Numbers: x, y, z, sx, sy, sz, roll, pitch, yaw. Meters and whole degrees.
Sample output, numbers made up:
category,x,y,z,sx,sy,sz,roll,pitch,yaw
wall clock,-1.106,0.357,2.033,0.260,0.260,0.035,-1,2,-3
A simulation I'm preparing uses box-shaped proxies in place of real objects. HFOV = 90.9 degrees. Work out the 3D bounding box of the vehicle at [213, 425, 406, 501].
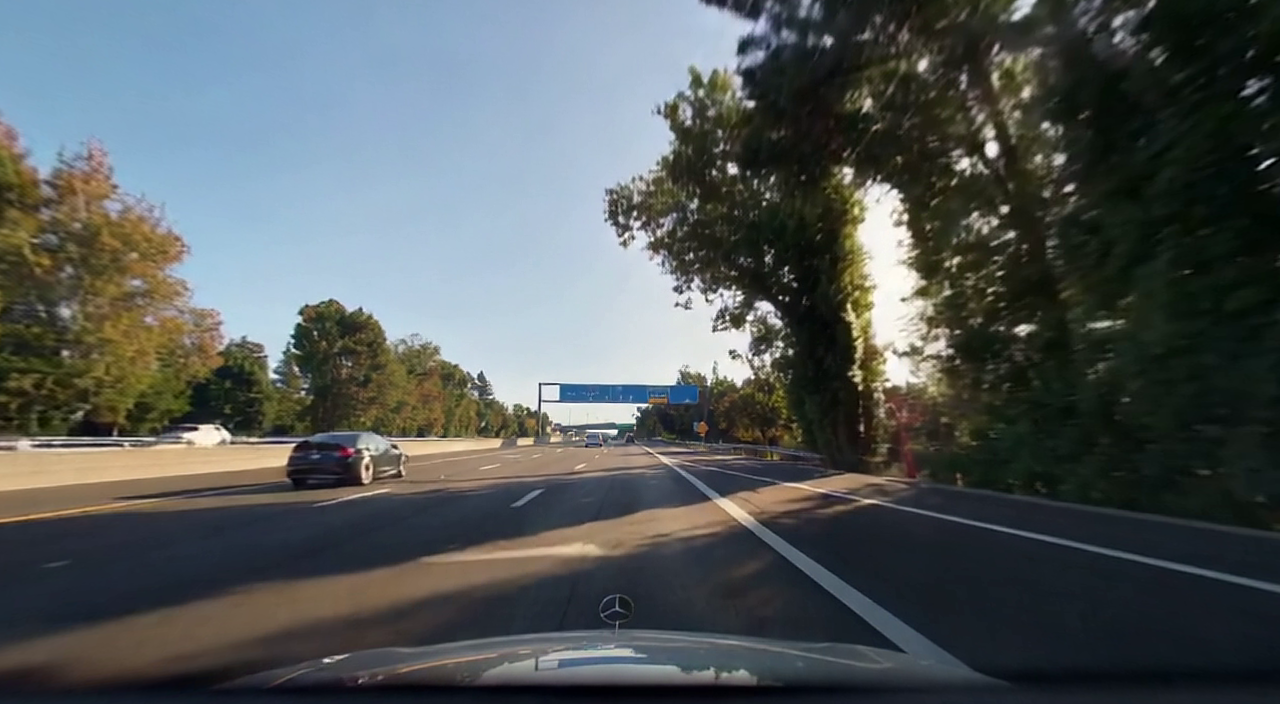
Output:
category,x,y,z,sx,sy,sz,roll,pitch,yaw
vehicle,-7.950,2.694,15.932,2.092,1.574,5.251,0,-8,0
